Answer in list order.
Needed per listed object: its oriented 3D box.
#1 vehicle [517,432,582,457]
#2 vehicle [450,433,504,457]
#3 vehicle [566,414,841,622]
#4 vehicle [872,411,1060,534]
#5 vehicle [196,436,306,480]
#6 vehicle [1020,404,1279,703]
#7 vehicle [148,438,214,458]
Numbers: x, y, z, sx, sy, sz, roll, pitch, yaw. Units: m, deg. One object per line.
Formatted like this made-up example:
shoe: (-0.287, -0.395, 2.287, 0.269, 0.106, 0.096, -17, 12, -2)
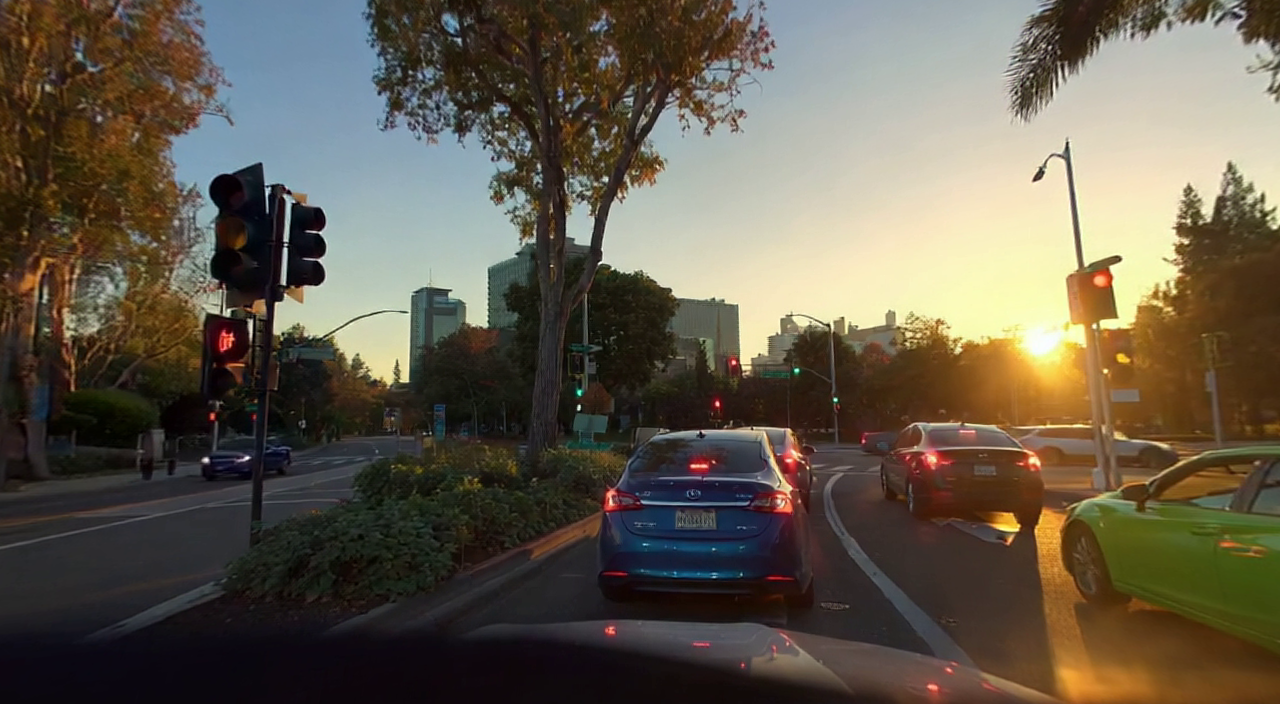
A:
vehicle: (-6.052, 6.108, 41.537, 1.932, 1.573, 4.509, 8, -12, -44)
vehicle: (-12.565, 7.120, 48.170, 1.972, 1.705, 4.457, 8, -11, -44)
vehicle: (0.832, 1.500, 6.698, 2.052, 1.483, 3.928, -2, -8, 12)
vehicle: (5.499, 2.049, 11.295, 2.102, 1.717, 4.373, -2, -9, 16)
vehicle: (-14.313, 3.892, 23.464, 1.976, 1.458, 4.645, 2, -8, -12)
vehicle: (4.222, 1.061, 3.382, 1.954, 1.508, 4.441, -1, -8, 6)
vehicle: (-35.467, 7.434, 48.588, 1.652, 1.433, 3.733, -7, -11, 40)
